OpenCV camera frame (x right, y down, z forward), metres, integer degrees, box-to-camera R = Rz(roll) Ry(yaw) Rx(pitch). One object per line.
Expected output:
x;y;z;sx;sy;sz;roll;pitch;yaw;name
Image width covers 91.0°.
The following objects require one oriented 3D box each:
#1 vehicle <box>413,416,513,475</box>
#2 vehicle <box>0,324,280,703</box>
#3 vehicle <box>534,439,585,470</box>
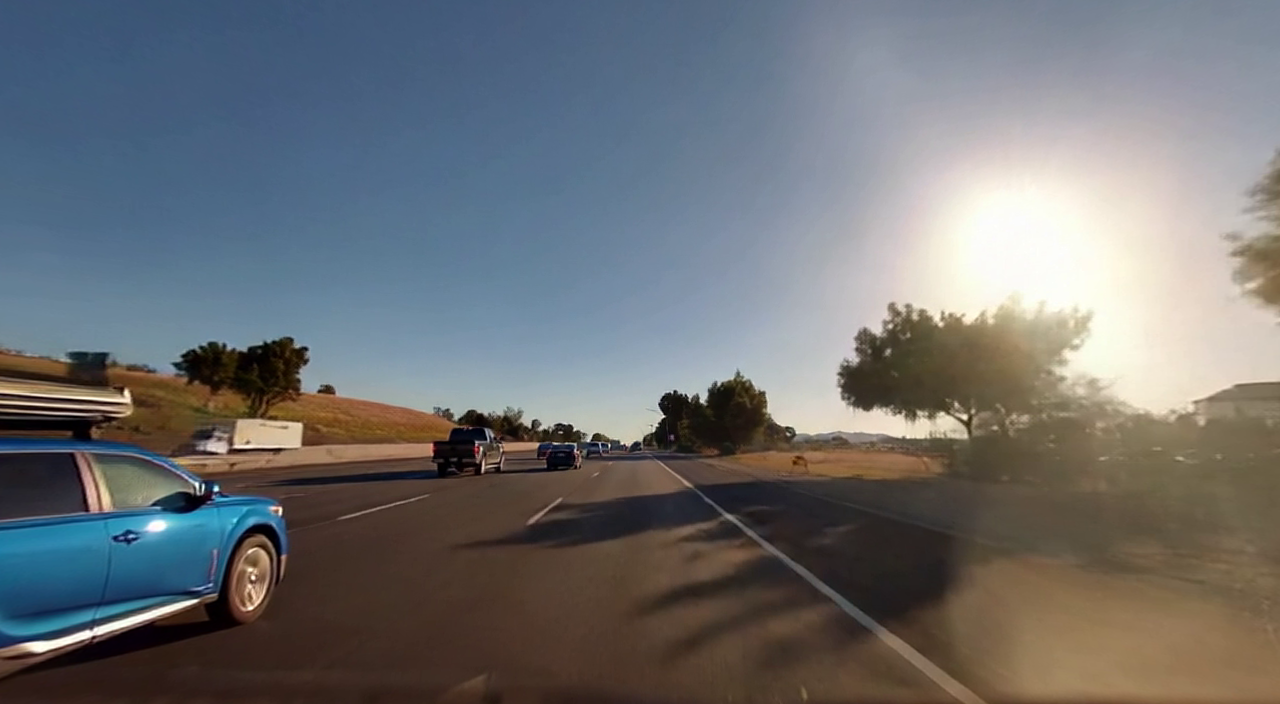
-7.556;4.115;27.690;2.594;2.254;6.028;0;-9;0;vehicle
-4.051;0.726;2.506;2.200;1.807;5.041;0;-9;1;vehicle
-4.152;5.367;33.028;2.012;1.509;4.359;0;-9;1;vehicle
